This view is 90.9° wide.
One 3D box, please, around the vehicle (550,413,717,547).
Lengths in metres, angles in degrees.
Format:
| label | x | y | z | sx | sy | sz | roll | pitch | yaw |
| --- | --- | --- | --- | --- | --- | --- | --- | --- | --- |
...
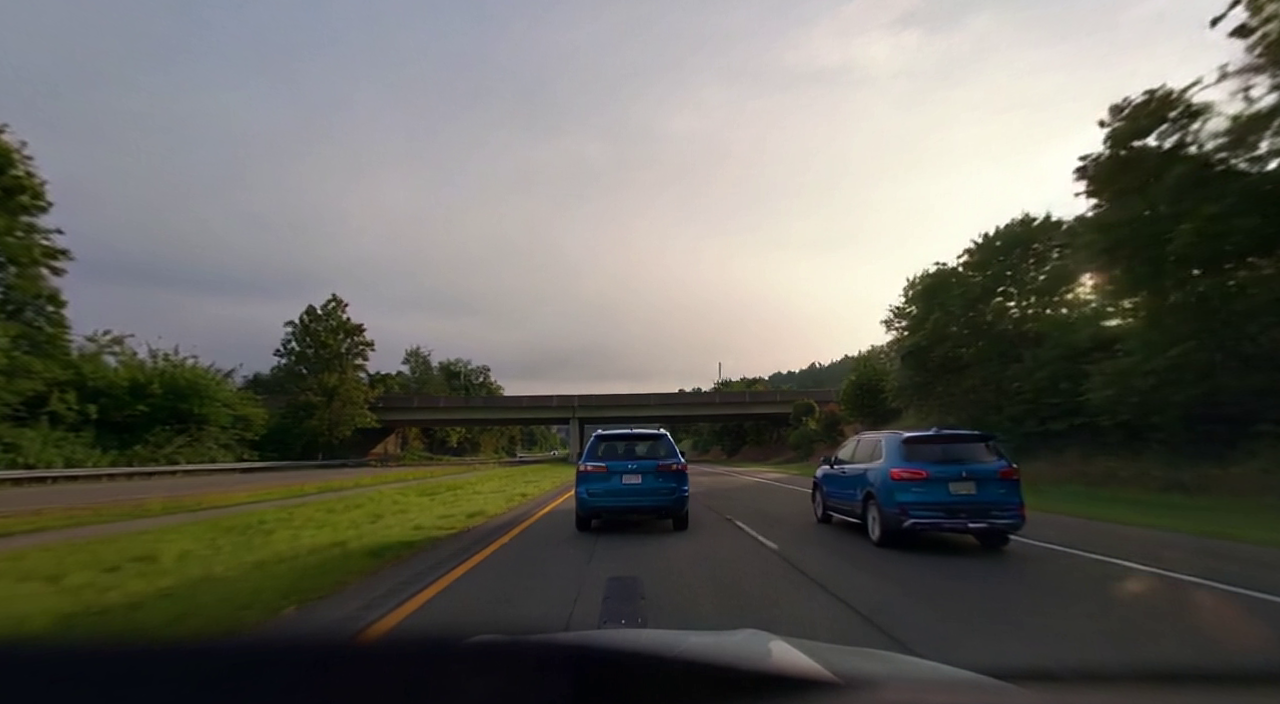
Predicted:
| label | x | y | z | sx | sy | sz | roll | pitch | yaw |
| --- | --- | --- | --- | --- | --- | --- | --- | --- | --- |
| vehicle | -0.106 | 2.070 | 10.742 | 2.288 | 1.823 | 4.059 | 0 | -9 | 0 |

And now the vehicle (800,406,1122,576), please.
| label | x | y | z | sx | sy | sz | roll | pitch | yaw |
| --- | --- | --- | --- | --- | --- | --- | --- | --- | --- |
| vehicle | 3.950 | 1.808 | 8.955 | 2.043 | 1.767 | 4.620 | 0 | -9 | -1 |
